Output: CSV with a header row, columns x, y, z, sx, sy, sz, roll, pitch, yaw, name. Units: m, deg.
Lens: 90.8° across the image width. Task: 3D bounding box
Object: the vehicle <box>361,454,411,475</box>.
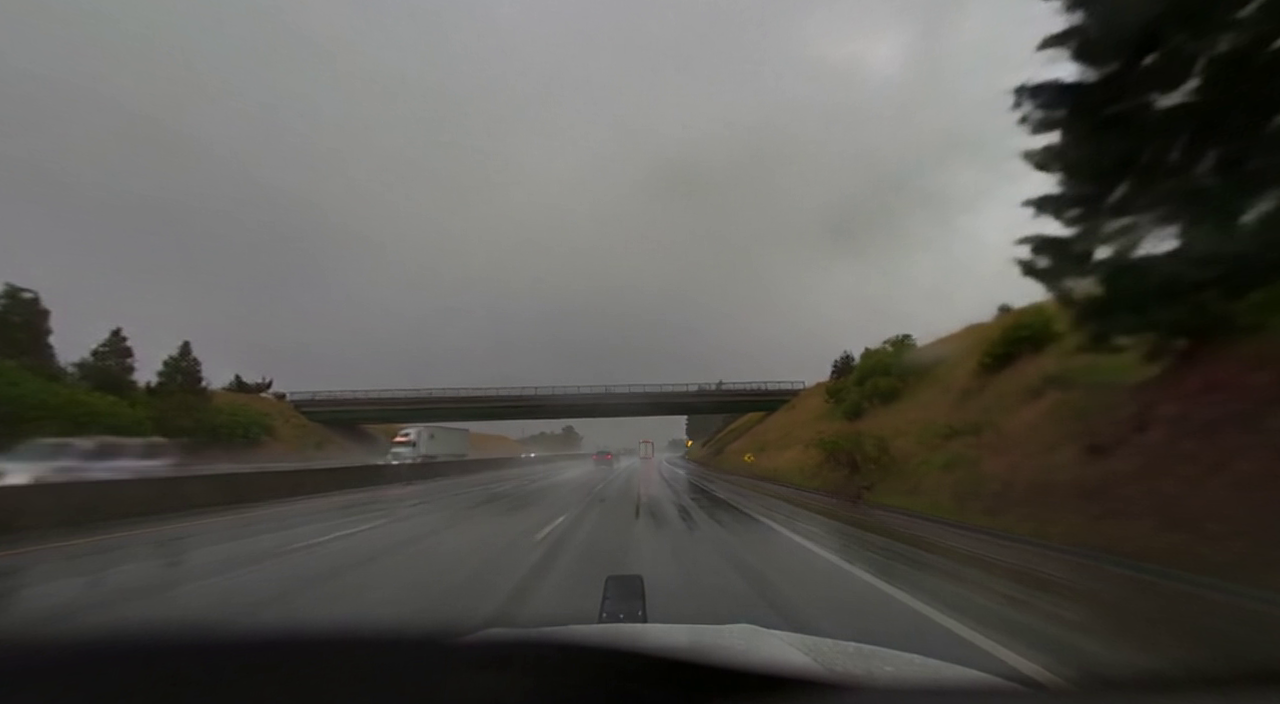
x,y,z,sx,sy,sz,roll,pitch,yaw,name
-18.412,8.161,45.957,1.764,1.449,4.543,0,-9,0,vehicle
